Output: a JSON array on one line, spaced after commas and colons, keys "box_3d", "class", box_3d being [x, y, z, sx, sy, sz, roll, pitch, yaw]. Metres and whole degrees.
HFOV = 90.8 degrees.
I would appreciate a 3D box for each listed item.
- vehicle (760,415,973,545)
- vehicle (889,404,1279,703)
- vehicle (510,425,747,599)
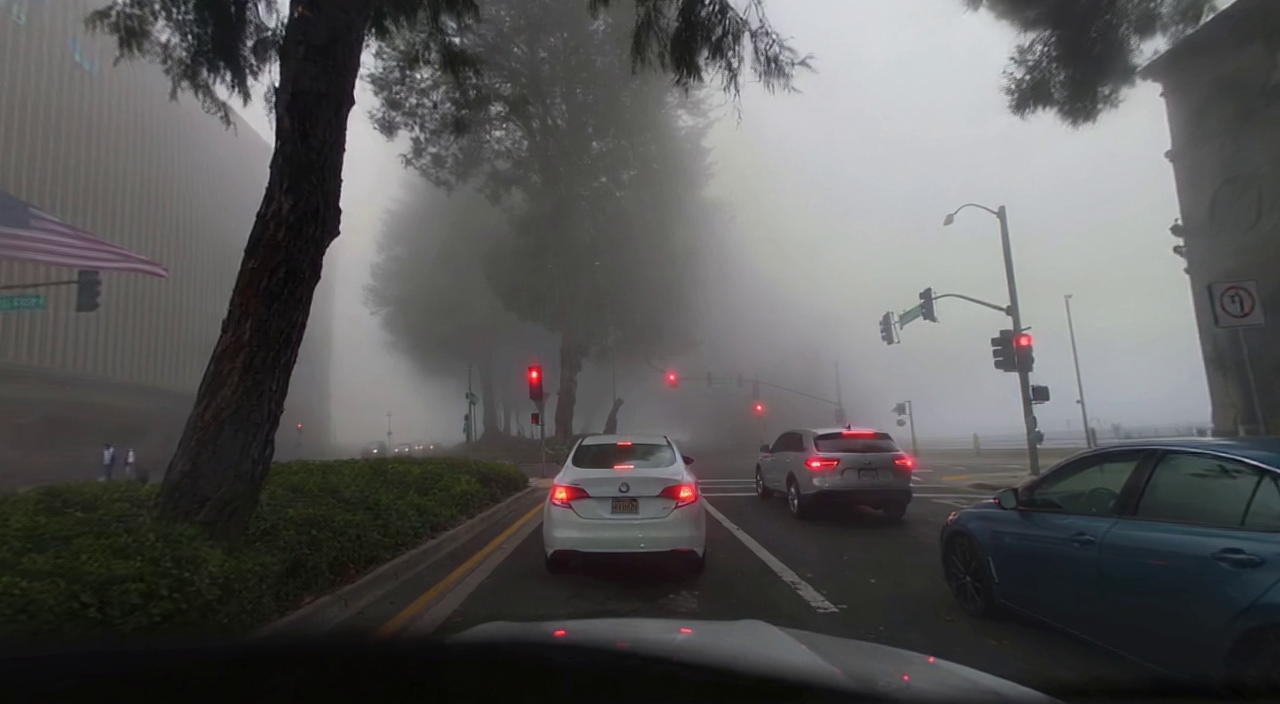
[{"box_3d": [3.517, 2.085, 10.953, 1.978, 1.738, 4.599, 0, -8, 0], "class": "vehicle"}, {"box_3d": [3.381, 1.171, 3.996, 1.833, 1.465, 4.258, 0, -8, -1], "class": "vehicle"}, {"box_3d": [-0.107, 1.700, 7.544, 2.096, 1.521, 3.747, 0, -8, 0], "class": "vehicle"}]
